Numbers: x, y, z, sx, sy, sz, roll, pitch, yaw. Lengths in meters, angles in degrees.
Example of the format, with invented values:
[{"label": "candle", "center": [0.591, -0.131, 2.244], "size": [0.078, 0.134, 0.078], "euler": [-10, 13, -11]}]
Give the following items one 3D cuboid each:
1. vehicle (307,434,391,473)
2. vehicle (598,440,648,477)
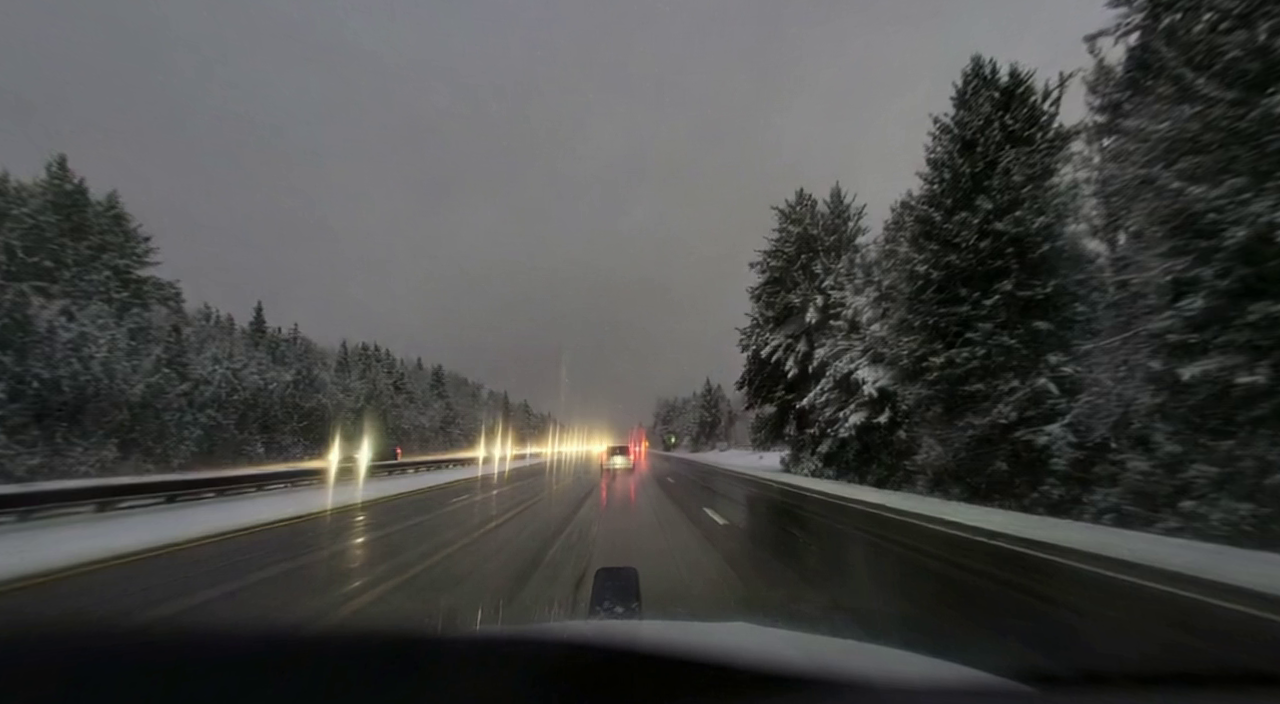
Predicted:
[{"label": "vehicle", "center": [-13.087, 4.592, 28.524], "size": [1.880, 1.621, 4.124], "euler": [0, -9, -1]}, {"label": "vehicle", "center": [-0.739, 4.800, 28.458], "size": [2.095, 1.537, 4.017], "euler": [0, -9, -1]}]
